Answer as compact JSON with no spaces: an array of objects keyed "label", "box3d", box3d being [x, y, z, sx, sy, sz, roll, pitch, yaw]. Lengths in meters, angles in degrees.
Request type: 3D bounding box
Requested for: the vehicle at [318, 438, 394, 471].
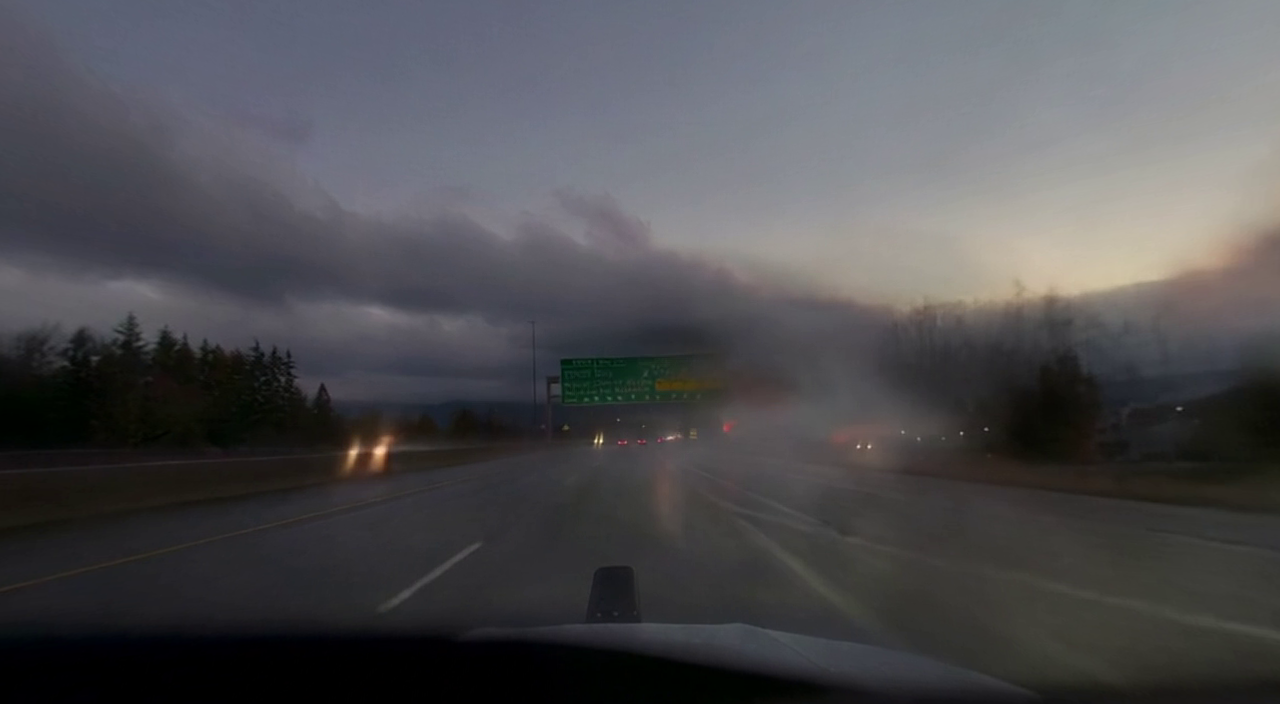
[{"label":"vehicle","box3d":[-14.757,5.342,32.932,1.974,1.586,4.208,0,-8,0]}]
